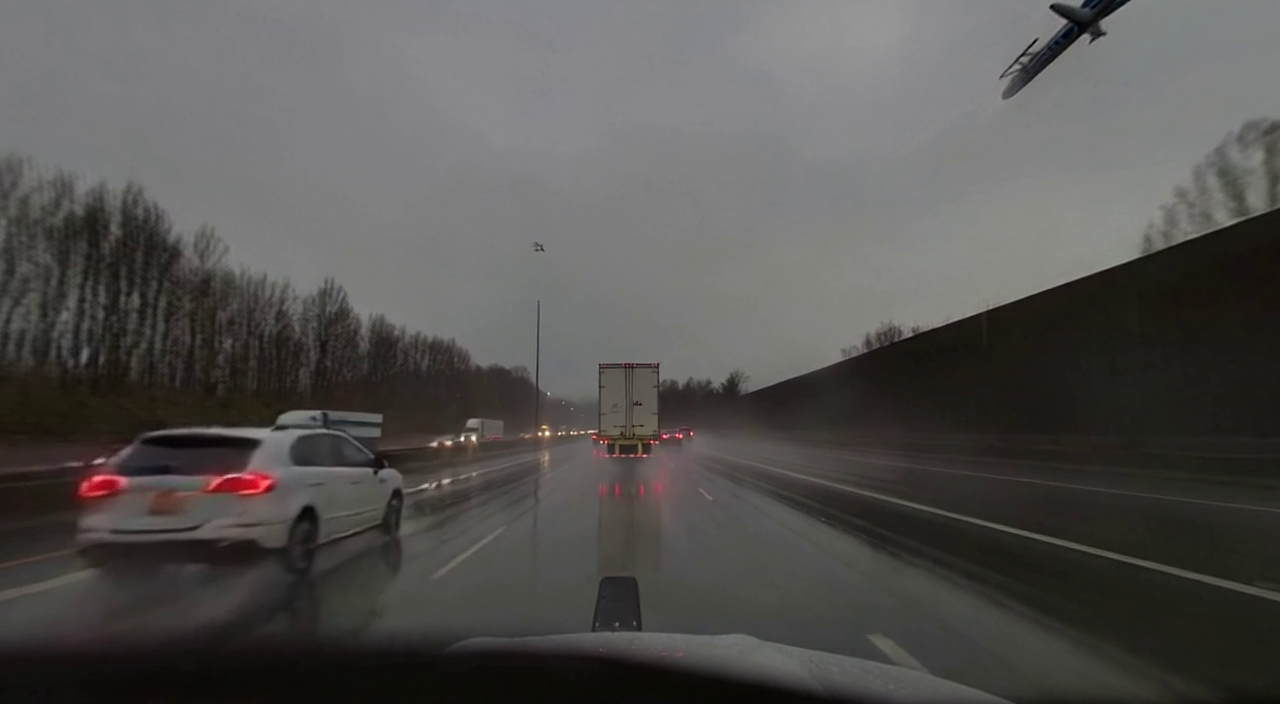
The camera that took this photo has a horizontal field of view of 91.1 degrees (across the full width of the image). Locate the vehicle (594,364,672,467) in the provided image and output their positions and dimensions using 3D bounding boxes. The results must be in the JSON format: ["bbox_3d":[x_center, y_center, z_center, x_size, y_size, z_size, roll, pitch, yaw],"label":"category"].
[{"bbox_3d":[-0.330,3.546,32.624,2.965,3.972,16.689,0,-8,0],"label":"vehicle"}]

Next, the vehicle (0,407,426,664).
[{"bbox_3d":[-3.839,1.393,6.036,2.005,1.521,4.454,0,-8,0],"label":"vehicle"}]
